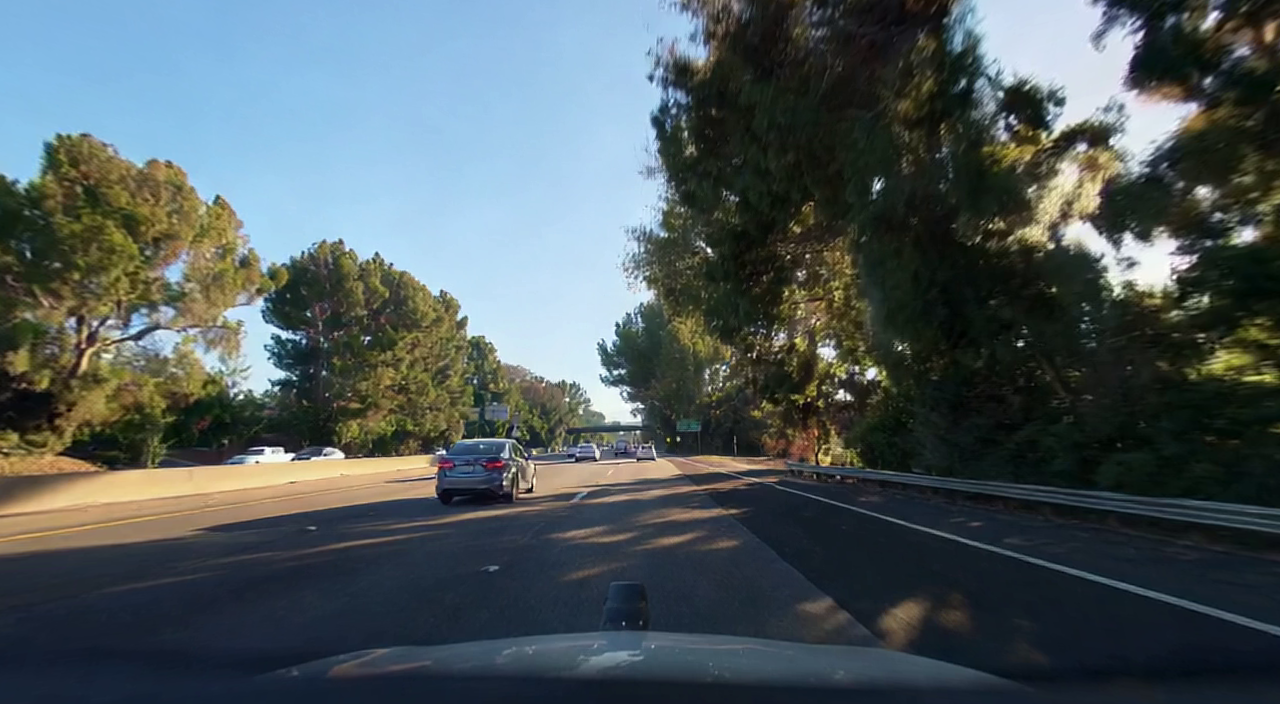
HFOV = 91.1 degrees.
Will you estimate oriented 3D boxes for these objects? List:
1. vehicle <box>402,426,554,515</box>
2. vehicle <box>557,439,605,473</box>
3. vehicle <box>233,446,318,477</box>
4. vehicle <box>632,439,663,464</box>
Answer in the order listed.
[{"bbox_3d":[-3.427,2.622,14.529,2.040,1.672,5.122,0,-8,1],"label":"vehicle"},{"bbox_3d":[-3.077,5.532,33.745,2.056,1.679,4.204,0,-8,1],"label":"vehicle"},{"bbox_3d":[-20.102,6.012,34.852,1.931,1.574,4.441,0,-8,1],"label":"vehicle"},{"bbox_3d":[0.538,7.540,47.629,2.285,1.797,4.478,0,-8,0],"label":"vehicle"}]
